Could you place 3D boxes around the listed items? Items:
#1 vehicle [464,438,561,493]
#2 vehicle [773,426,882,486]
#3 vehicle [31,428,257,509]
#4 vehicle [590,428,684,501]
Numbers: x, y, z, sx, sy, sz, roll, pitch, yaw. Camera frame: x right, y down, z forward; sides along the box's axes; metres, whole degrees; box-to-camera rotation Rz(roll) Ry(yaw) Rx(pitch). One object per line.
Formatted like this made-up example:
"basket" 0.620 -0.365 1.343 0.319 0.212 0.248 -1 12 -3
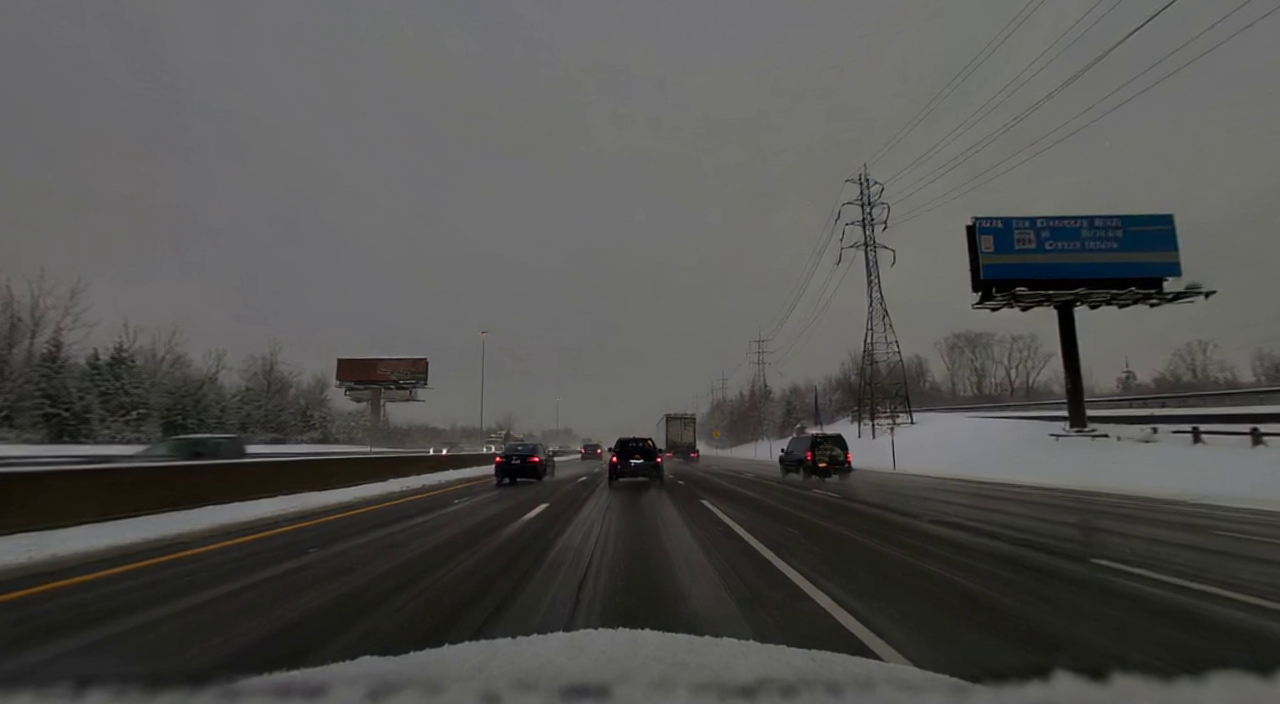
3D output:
"vehicle" -3.815 3.487 19.828 2.025 1.498 4.675 0 -9 0
"vehicle" 6.832 3.888 23.802 2.302 1.973 5.502 0 -9 -1
"vehicle" -10.127 2.399 13.327 1.842 1.459 3.596 0 -9 -1
"vehicle" -0.102 2.944 16.865 2.191 1.685 4.015 0 -9 -1
